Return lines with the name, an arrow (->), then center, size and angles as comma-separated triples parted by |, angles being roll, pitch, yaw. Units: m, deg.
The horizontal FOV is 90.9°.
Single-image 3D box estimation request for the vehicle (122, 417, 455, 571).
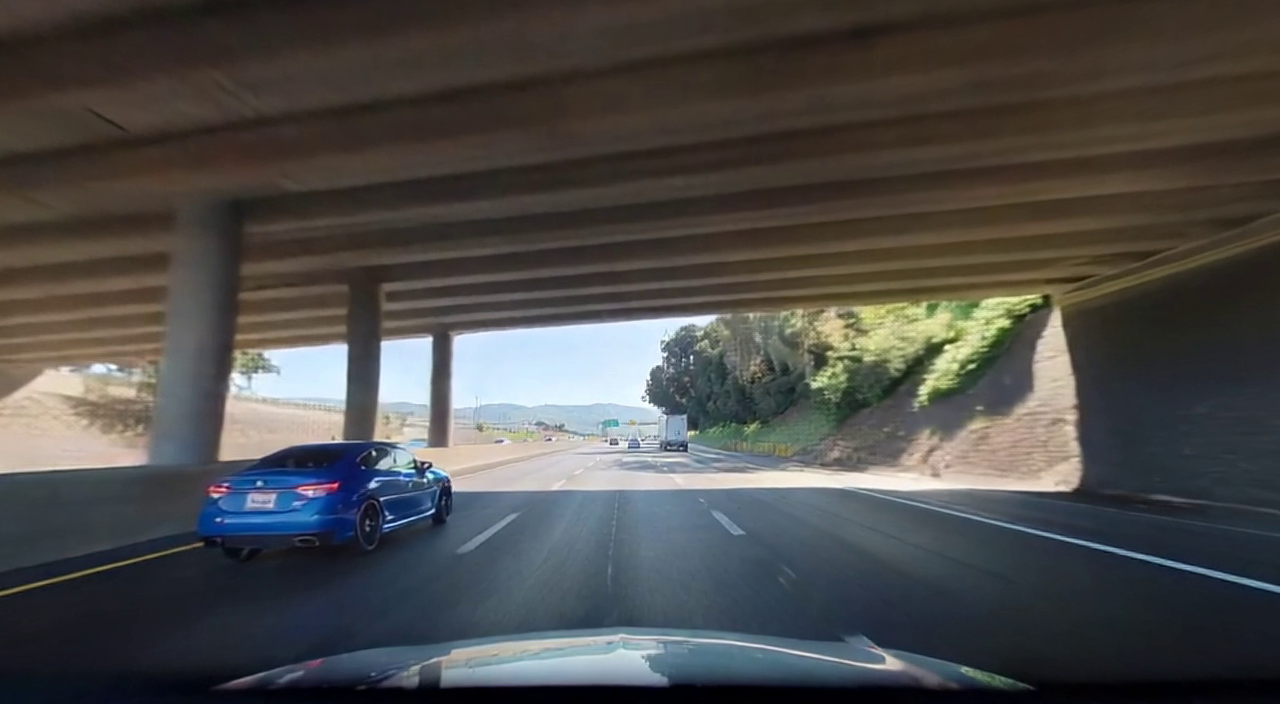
vehicle -> -4.009, 1.649, 8.195 | 1.981, 1.475, 4.084 | 0, -8, 0
